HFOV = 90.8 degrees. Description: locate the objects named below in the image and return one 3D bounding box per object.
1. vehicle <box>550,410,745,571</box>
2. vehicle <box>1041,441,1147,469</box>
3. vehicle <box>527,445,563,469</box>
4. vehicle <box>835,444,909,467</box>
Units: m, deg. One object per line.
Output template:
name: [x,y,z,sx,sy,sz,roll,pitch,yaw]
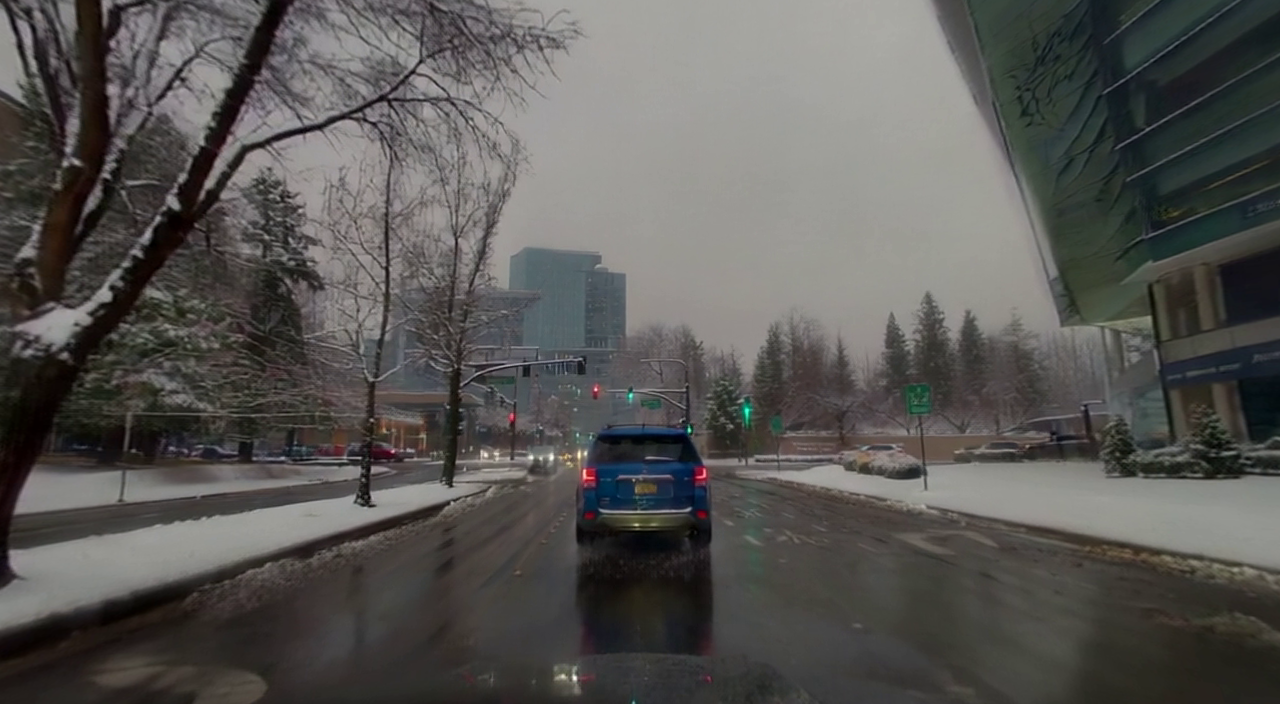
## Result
vehicle: [-0.003,1.850,9.168,2.183,1.765,4.059,0,-9,-3]
vehicle: [26.561,6.043,37.064,4.571,1.558,2.171,0,-9,-2]
vehicle: [-6.910,7.678,46.484,2.028,1.655,4.189,0,-9,0]
vehicle: [16.153,7.194,44.055,4.422,1.563,1.751,0,-8,-2]
